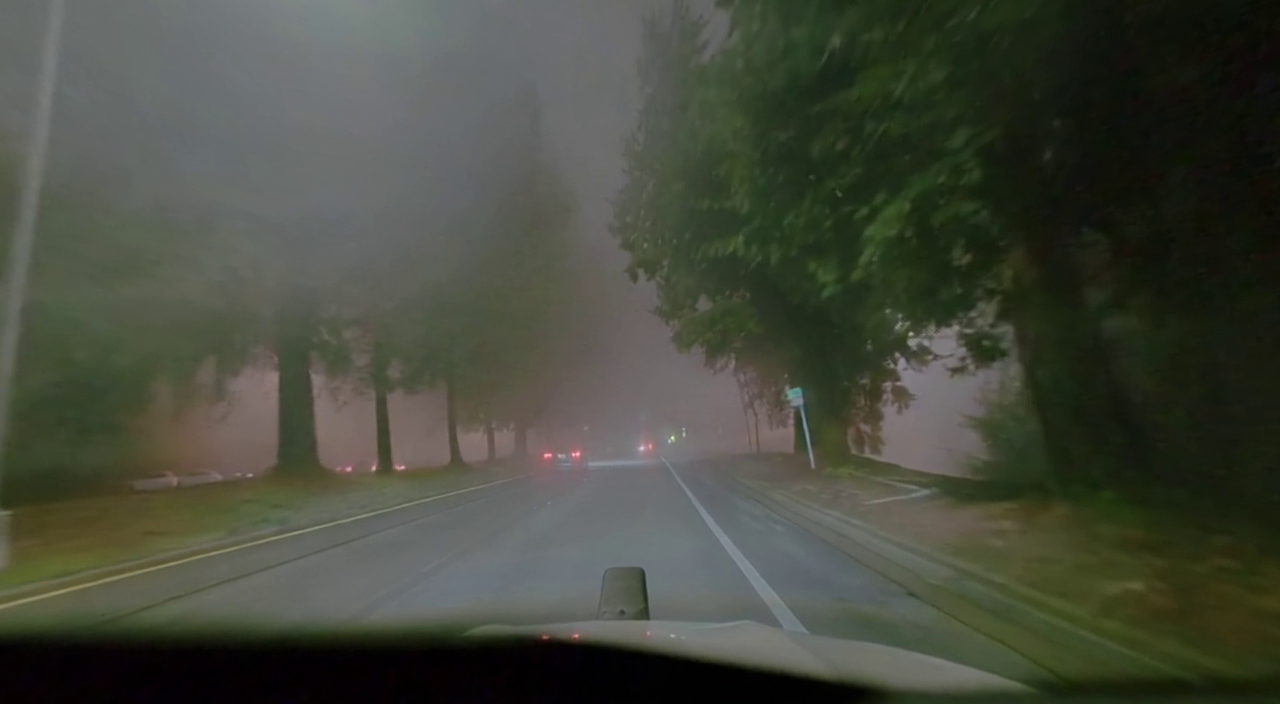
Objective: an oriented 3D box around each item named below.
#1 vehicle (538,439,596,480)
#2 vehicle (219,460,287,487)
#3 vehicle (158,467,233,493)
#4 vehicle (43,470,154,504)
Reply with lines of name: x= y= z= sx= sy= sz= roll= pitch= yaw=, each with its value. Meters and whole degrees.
vehicle: x=-3.220 y=4.819 z=28.635 sx=2.016 sy=1.694 sz=4.335 roll=0 pitch=-8 yaw=2
vehicle: x=-29.694 y=9.315 z=48.580 sx=1.992 sy=1.792 sz=4.929 roll=0 pitch=-8 yaw=2
vehicle: x=-29.782 y=8.567 z=42.406 sx=1.862 sy=1.478 sz=4.488 roll=-1 pitch=-8 yaw=0
vehicle: x=-29.505 y=7.356 z=34.591 sx=1.912 sy=1.475 sz=4.918 roll=-1 pitch=-8 yaw=-3
